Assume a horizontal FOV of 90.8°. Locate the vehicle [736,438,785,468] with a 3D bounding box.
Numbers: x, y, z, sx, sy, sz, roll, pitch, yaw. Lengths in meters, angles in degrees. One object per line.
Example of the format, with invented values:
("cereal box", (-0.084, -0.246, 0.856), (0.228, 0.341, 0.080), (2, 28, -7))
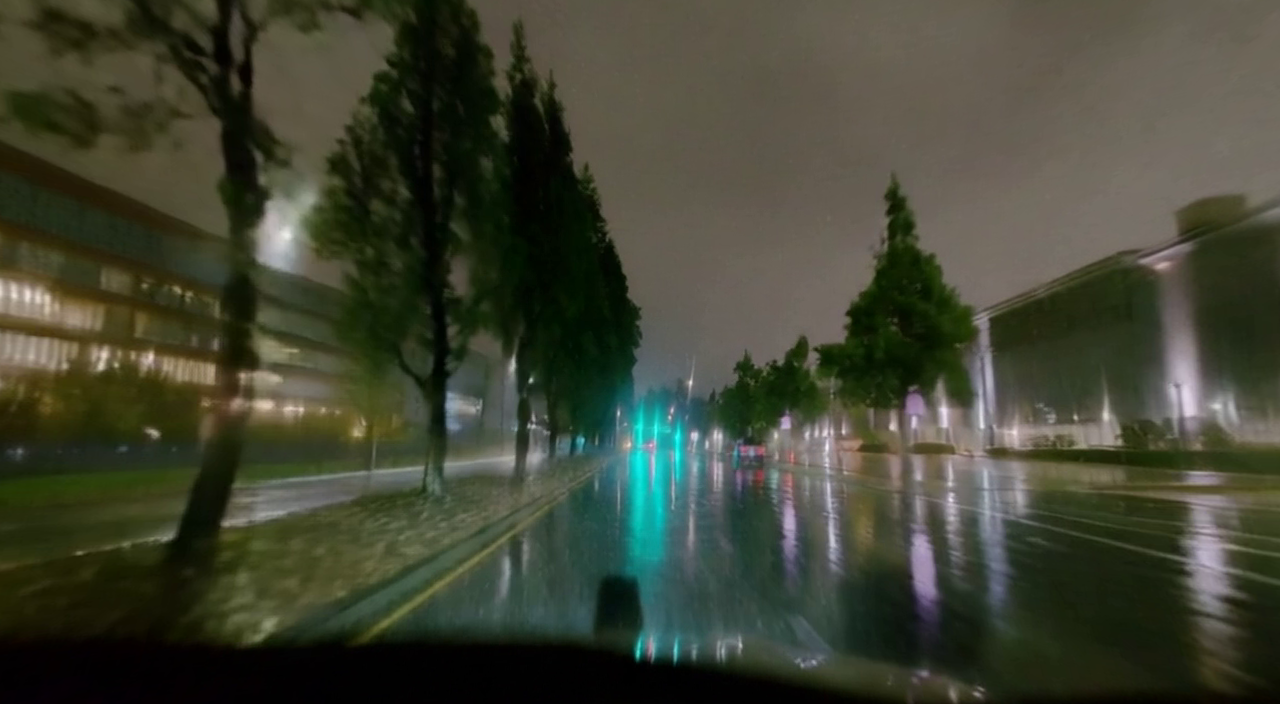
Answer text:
("vehicle", (7.801, 6.601, 41.356), (2.167, 1.848, 4.713), (0, -8, -2))
